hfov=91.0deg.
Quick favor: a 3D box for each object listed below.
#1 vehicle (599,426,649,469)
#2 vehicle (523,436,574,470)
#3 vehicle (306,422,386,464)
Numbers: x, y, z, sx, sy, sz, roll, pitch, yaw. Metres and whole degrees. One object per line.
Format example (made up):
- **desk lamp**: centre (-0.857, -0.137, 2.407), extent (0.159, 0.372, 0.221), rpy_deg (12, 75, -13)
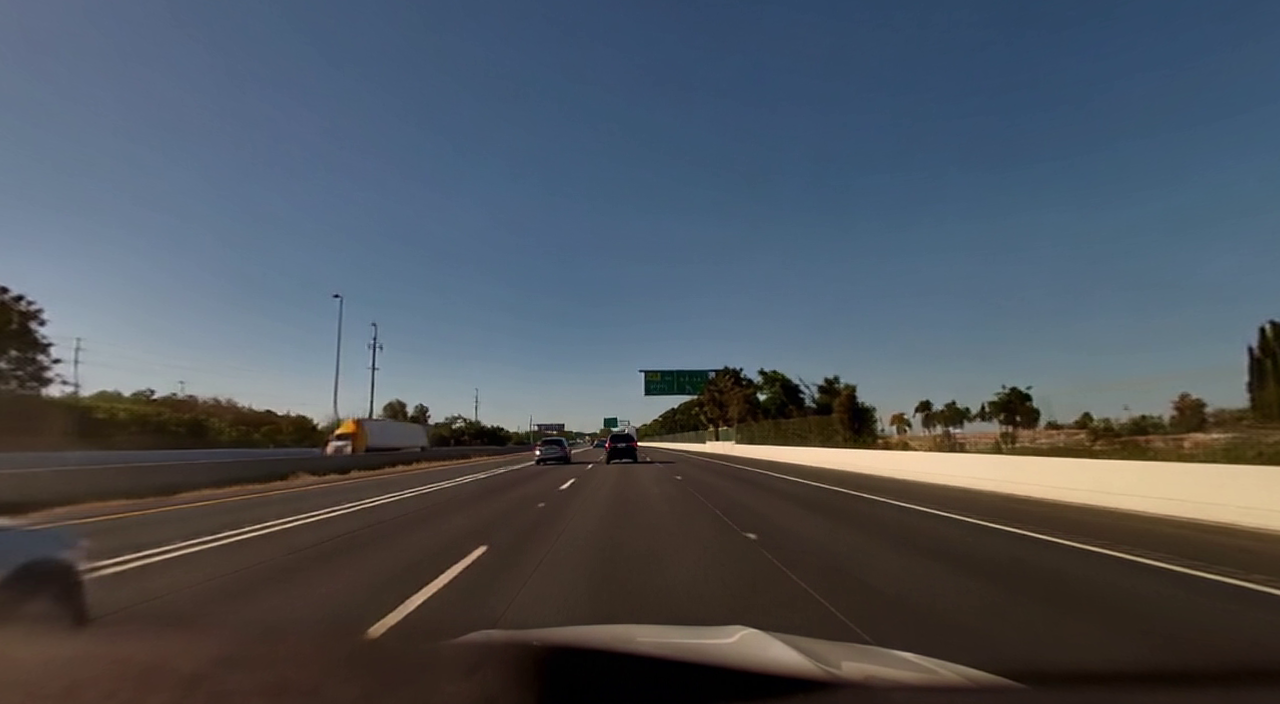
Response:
- **vehicle**: centre (-0.811, 4.820, 31.877), extent (2.382, 1.973, 4.439), rpy_deg (0, -8, -1)
- **vehicle**: centre (-4.646, 5.186, 32.647), extent (2.039, 1.602, 4.317), rpy_deg (0, -8, -1)
- **vehicle**: centre (-20.142, 6.280, 43.680), extent (2.290, 2.626, 7.289), rpy_deg (0, -8, -2)
